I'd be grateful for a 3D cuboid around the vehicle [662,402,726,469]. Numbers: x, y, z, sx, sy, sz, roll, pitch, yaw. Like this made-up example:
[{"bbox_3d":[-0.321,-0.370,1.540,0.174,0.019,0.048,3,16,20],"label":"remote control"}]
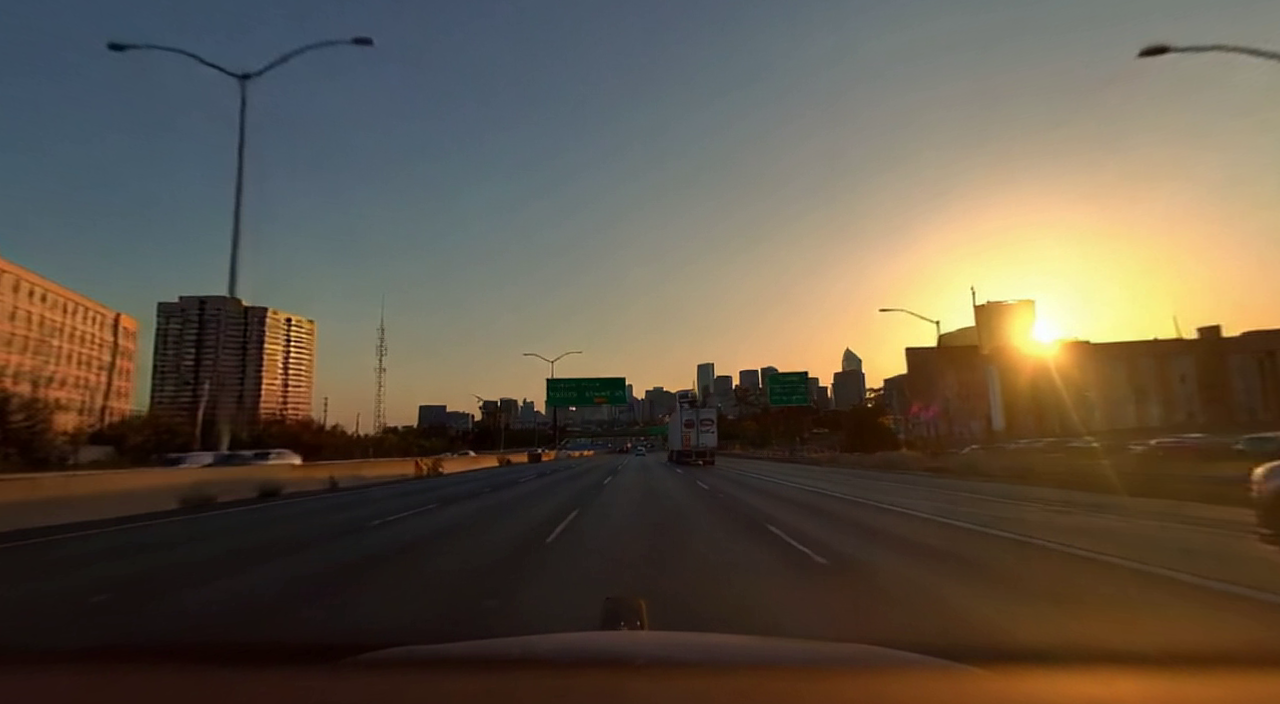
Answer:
[{"bbox_3d":[3.724,6.552,48.212,3.247,4.224,15.996,0,-9,-1],"label":"vehicle"}]
